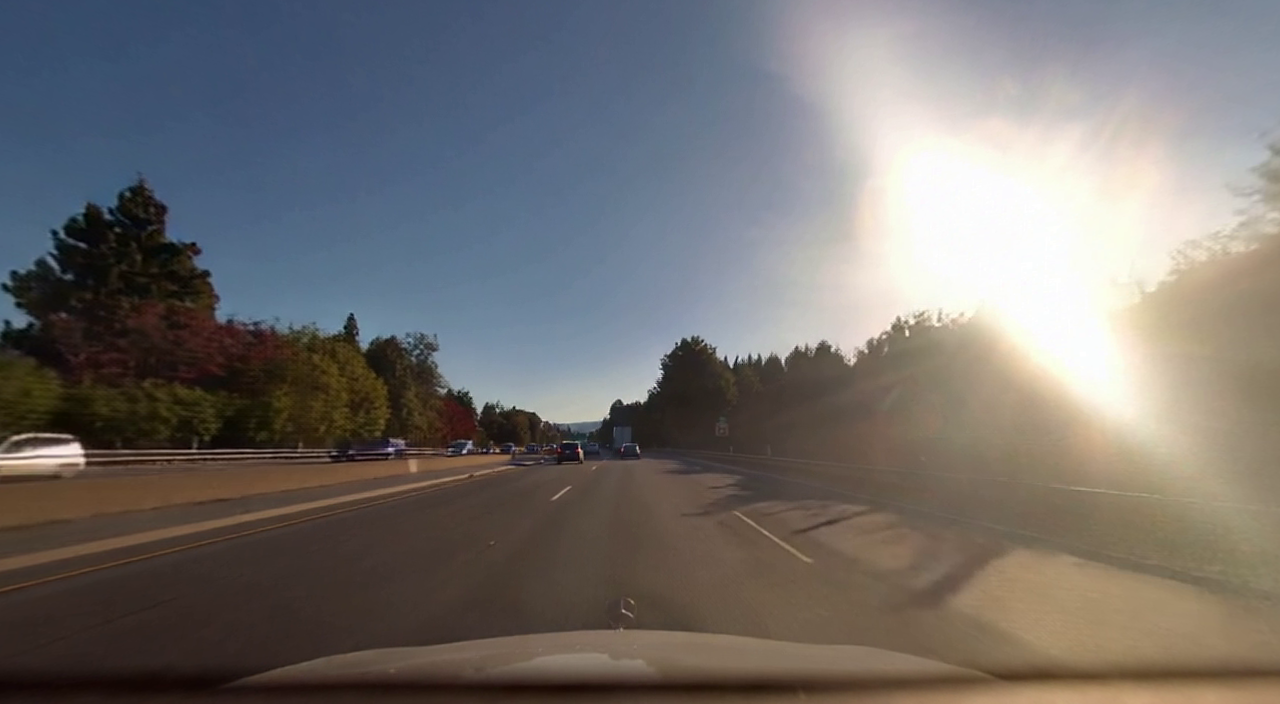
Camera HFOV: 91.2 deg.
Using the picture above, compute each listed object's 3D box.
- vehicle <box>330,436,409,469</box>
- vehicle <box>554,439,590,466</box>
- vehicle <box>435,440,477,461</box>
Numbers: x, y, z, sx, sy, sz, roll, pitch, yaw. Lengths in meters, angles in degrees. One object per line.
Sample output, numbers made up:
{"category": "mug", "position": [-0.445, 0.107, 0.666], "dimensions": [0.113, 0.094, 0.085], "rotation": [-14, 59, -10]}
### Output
{"category": "vehicle", "position": [-13.325, 4.982, 31.160], "dimensions": [2.169, 1.511, 4.002], "rotation": [0, -9, 0]}
{"category": "vehicle", "position": [-4.607, 6.866, 42.811], "dimensions": [2.098, 1.692, 4.038], "rotation": [0, -9, -2]}
{"category": "vehicle", "position": [-13.720, 7.398, 46.994], "dimensions": [1.888, 1.491, 4.426], "rotation": [0, -9, -1]}
